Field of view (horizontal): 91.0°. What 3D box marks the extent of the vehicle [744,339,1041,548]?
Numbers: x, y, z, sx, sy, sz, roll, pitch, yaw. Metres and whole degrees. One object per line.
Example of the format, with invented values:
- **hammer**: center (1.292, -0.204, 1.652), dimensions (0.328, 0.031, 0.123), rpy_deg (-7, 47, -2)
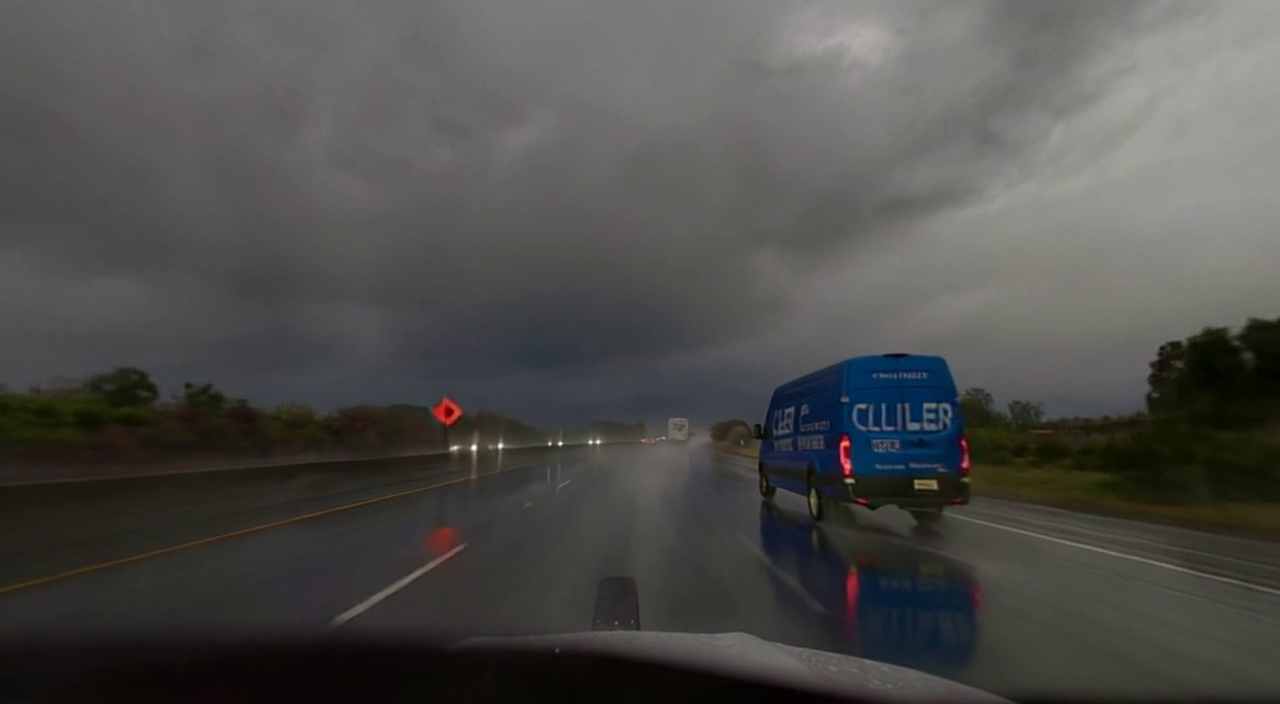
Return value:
- **vehicle**: center (3.571, 1.499, 10.589), dimensions (2.485, 2.562, 5.535), rpy_deg (0, -8, -2)
